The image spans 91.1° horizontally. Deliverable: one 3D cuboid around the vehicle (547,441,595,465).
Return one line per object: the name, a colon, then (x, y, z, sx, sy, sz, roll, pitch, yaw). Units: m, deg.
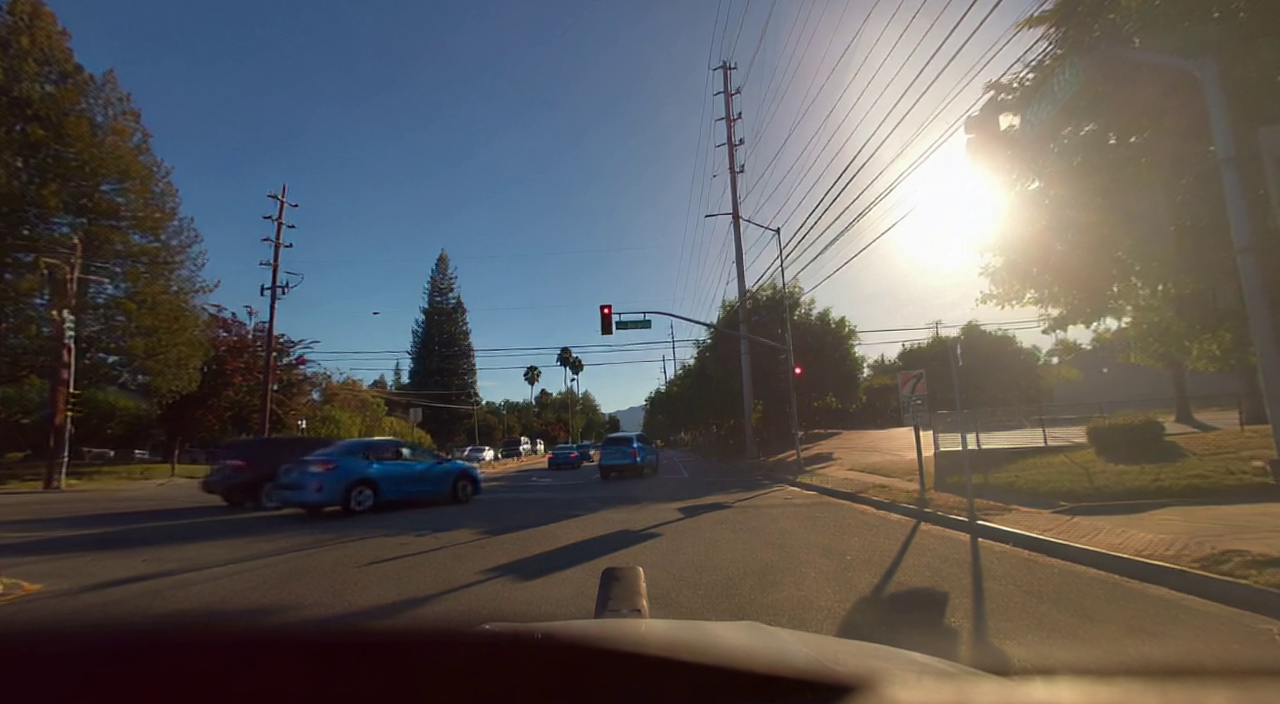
vehicle: (-4.373, 6.507, 40.473, 1.846, 1.446, 4.531, -2, -9, 10)

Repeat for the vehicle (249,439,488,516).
vehicle: (-6.039, 2.748, 14.413, 2.019, 1.455, 4.529, -8, -12, 43)

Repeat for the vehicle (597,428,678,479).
vehicle: (0.046, 4.440, 27.739, 2.137, 1.986, 5.930, -2, -9, 14)

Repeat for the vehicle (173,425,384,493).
vehicle: (-10.549, 3.112, 18.638, 5.044, 1.750, 1.929, 7, -11, -42)
